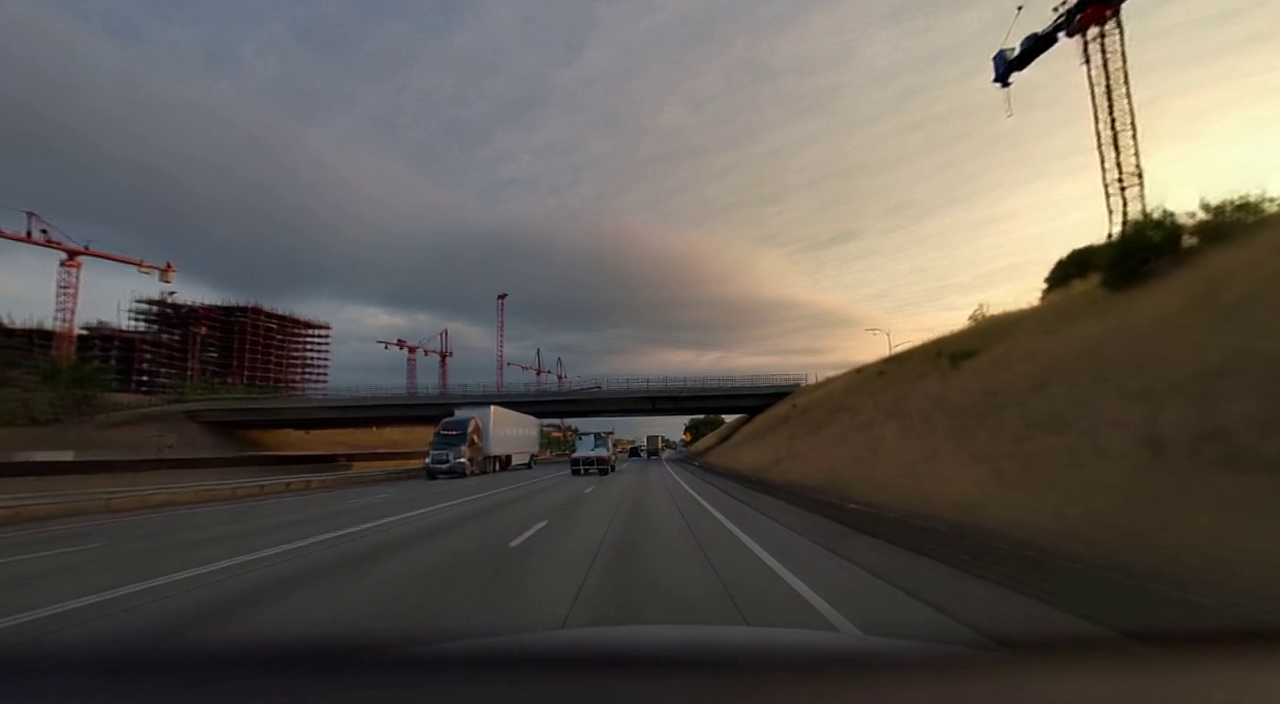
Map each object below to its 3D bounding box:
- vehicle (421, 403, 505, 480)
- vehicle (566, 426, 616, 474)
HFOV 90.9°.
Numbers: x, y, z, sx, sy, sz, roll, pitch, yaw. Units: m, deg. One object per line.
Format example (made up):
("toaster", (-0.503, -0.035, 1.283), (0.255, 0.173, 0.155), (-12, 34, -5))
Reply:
("vehicle", (-9.802, 5.098, 35.663), (2.918, 3.990, 5.826), (0, -9, 1))
("vehicle", (-2.965, 6.239, 40.168), (2.565, 2.771, 6.641), (0, -9, 1))
